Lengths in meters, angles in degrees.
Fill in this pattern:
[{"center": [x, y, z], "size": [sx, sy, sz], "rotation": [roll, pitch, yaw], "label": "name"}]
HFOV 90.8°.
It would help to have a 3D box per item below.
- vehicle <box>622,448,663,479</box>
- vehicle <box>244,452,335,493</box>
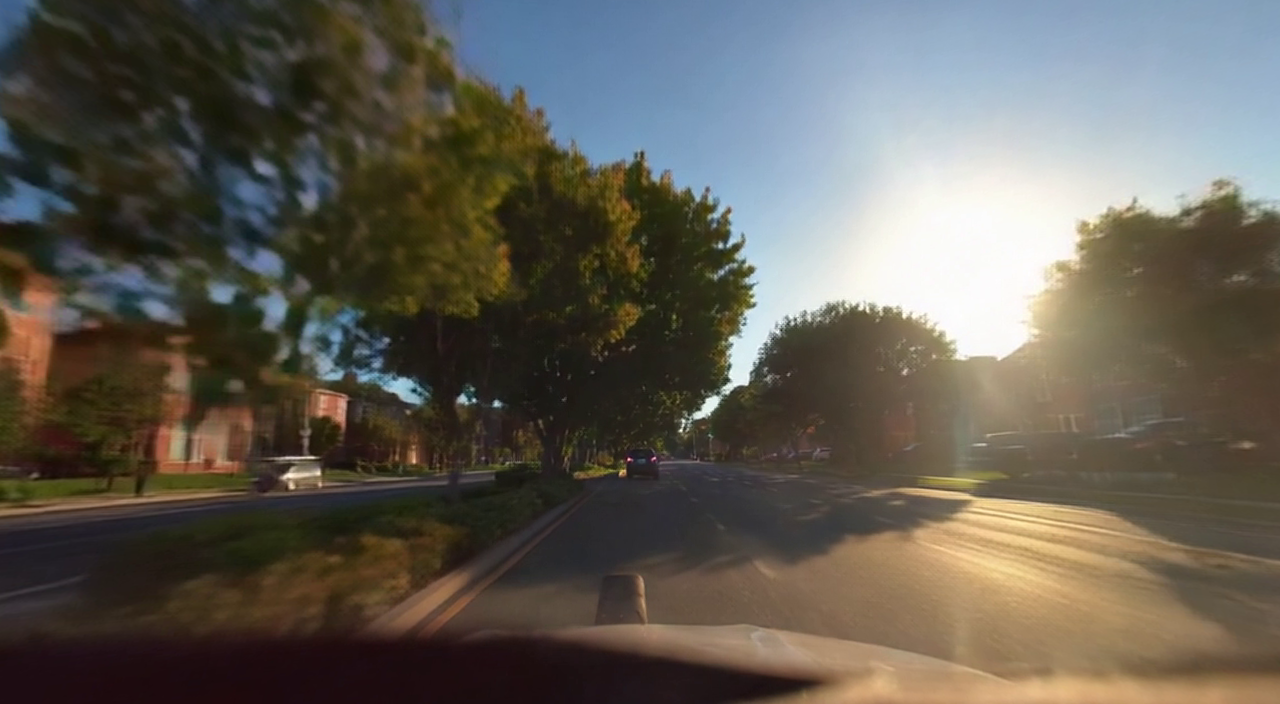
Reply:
[{"center": [0.169, 6.033, 34.536], "size": [2.093, 1.591, 4.247], "rotation": [0, -9, 1], "label": "vehicle"}, {"center": [-18.318, 6.272, 33.340], "size": [2.048, 1.955, 4.692], "rotation": [0, -9, 1], "label": "vehicle"}]
